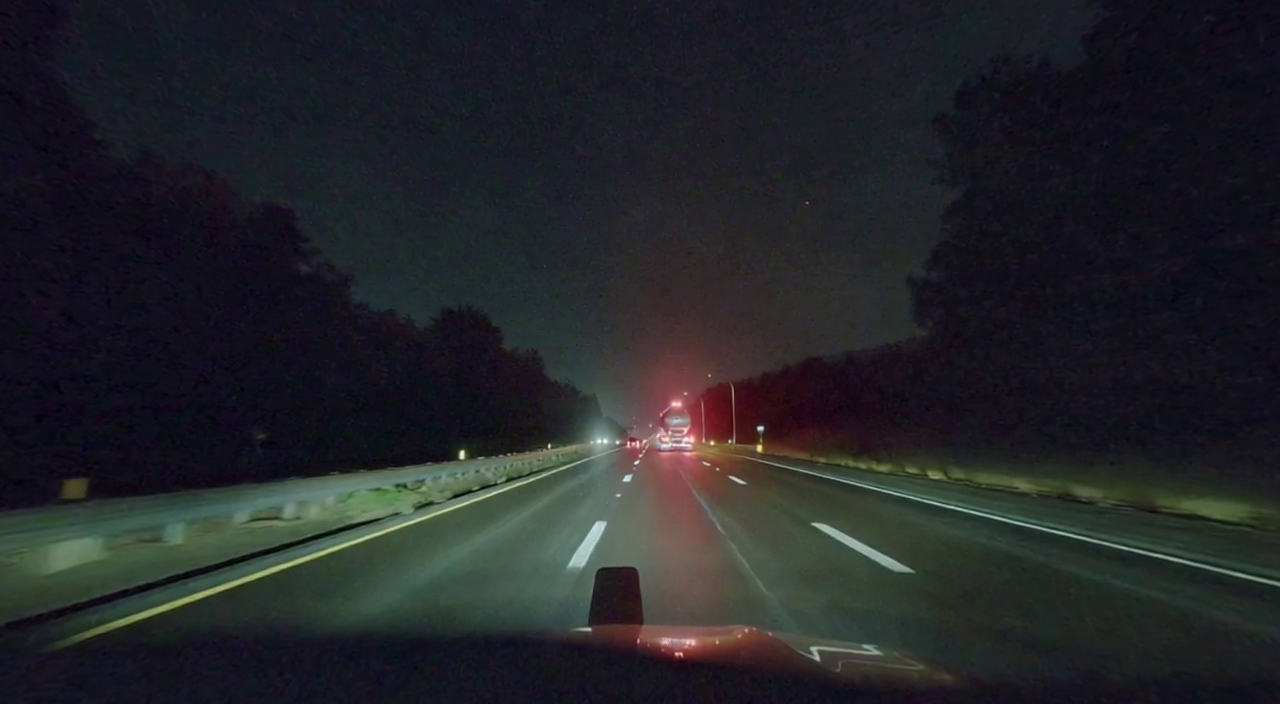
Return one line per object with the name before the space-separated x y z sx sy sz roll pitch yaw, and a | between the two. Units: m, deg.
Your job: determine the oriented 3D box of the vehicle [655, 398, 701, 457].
vehicle | 2.563 5.625 46.255 2.946 3.745 11.516 0 -8 1
